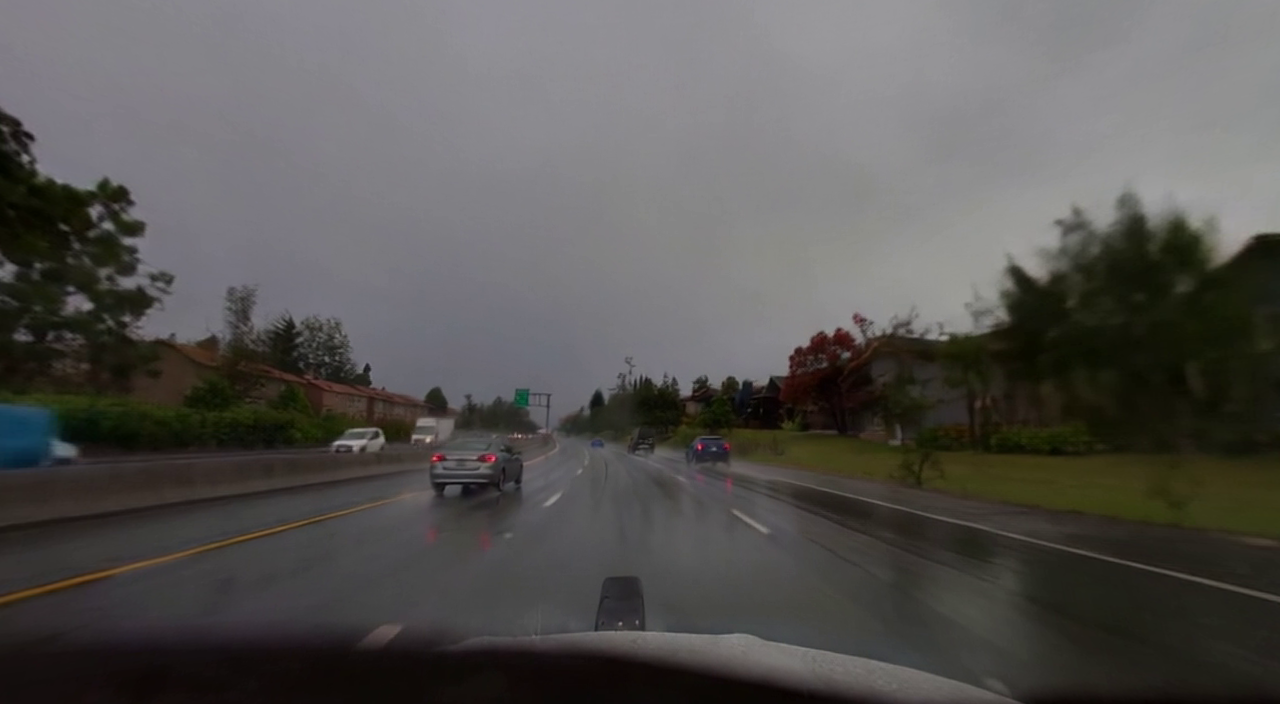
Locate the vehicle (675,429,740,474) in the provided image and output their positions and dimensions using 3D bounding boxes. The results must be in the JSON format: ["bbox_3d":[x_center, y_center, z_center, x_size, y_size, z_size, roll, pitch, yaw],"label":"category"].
[{"bbox_3d":[2.712,4.141,26.341,2.092,1.686,4.188,1,-9,-3],"label":"vehicle"}]

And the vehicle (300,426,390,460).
[{"bbox_3d":[-17.449,5.432,37.673,2.878,1.844,5.557,1,-9,-3],"label":"vehicle"}]

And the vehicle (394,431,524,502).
[{"bbox_3d":[-4.363,2.824,15.990,2.036,1.528,4.400,0,-8,-1],"label":"vehicle"}]
